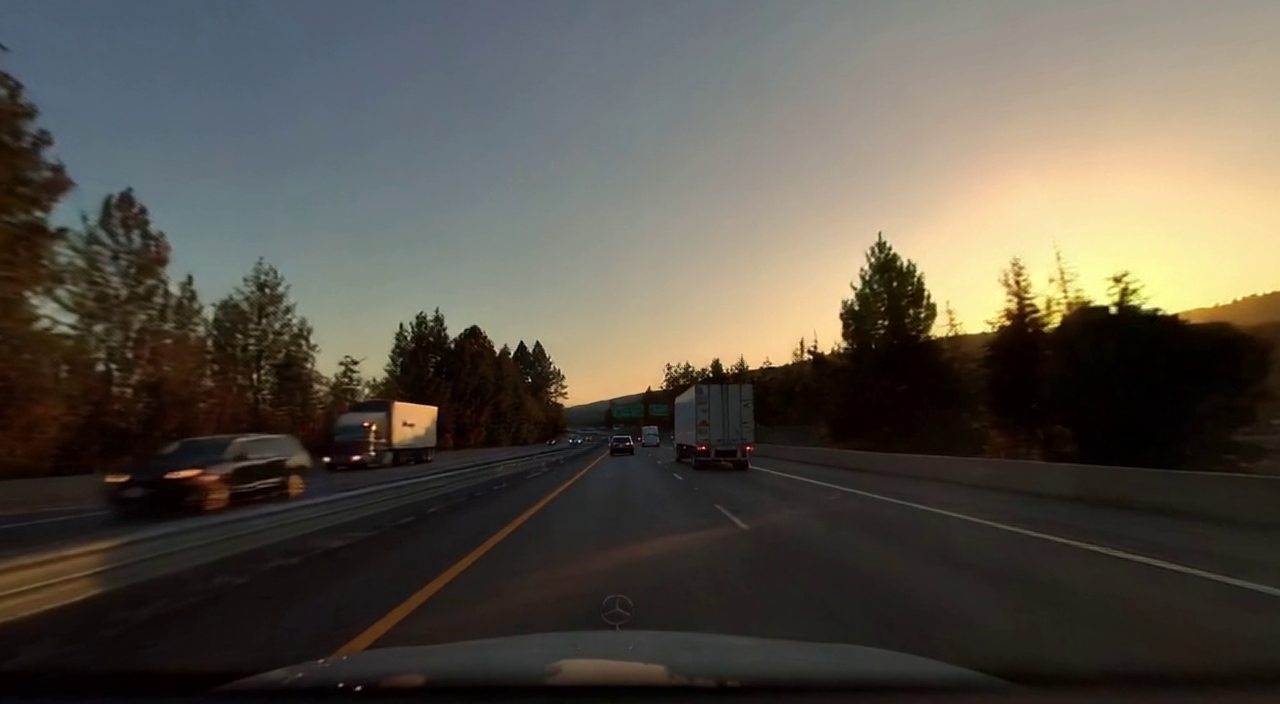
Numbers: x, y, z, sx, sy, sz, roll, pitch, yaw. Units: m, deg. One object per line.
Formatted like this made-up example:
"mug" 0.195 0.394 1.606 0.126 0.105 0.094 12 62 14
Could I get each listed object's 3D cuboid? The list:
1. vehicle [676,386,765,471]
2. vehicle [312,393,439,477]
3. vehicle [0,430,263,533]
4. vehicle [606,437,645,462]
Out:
"vehicle" 3.580 3.726 30.385 2.921 3.526 8.207 0 -8 -2
"vehicle" -13.949 4.499 34.360 2.869 3.930 9.386 0 -8 0
"vehicle" -8.887 2.174 11.256 1.961 1.504 3.762 0 -8 0
"vehicle" -0.874 5.993 39.013 2.259 1.466 3.693 0 -8 -1
